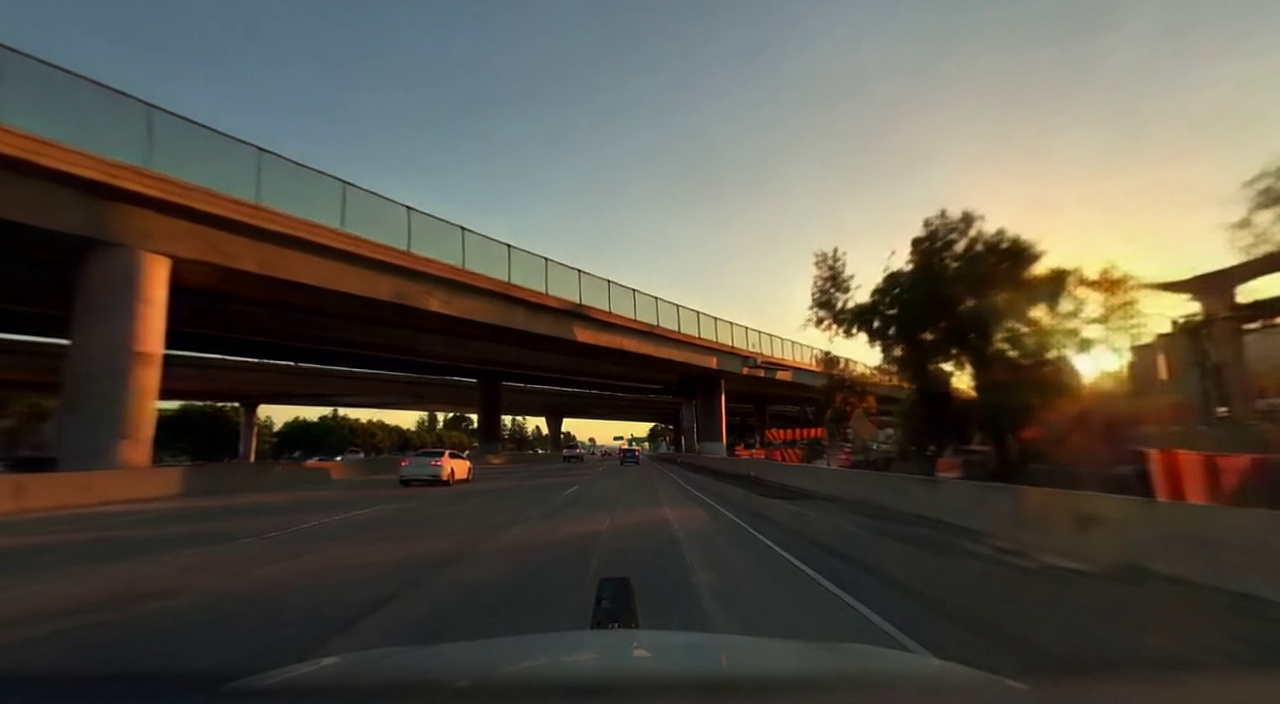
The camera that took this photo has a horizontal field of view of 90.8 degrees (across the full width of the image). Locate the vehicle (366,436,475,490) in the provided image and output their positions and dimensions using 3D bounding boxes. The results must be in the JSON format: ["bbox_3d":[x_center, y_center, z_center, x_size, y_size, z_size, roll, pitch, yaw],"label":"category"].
[{"bbox_3d":[-7.240,3.695,21.361,2.128,1.604,4.279,0,-9,0],"label":"vehicle"}]

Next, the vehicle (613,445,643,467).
[{"bbox_3d":[-0.825,7.384,45.085,2.051,1.459,4.092,0,-9,-1],"label":"vehicle"}]
